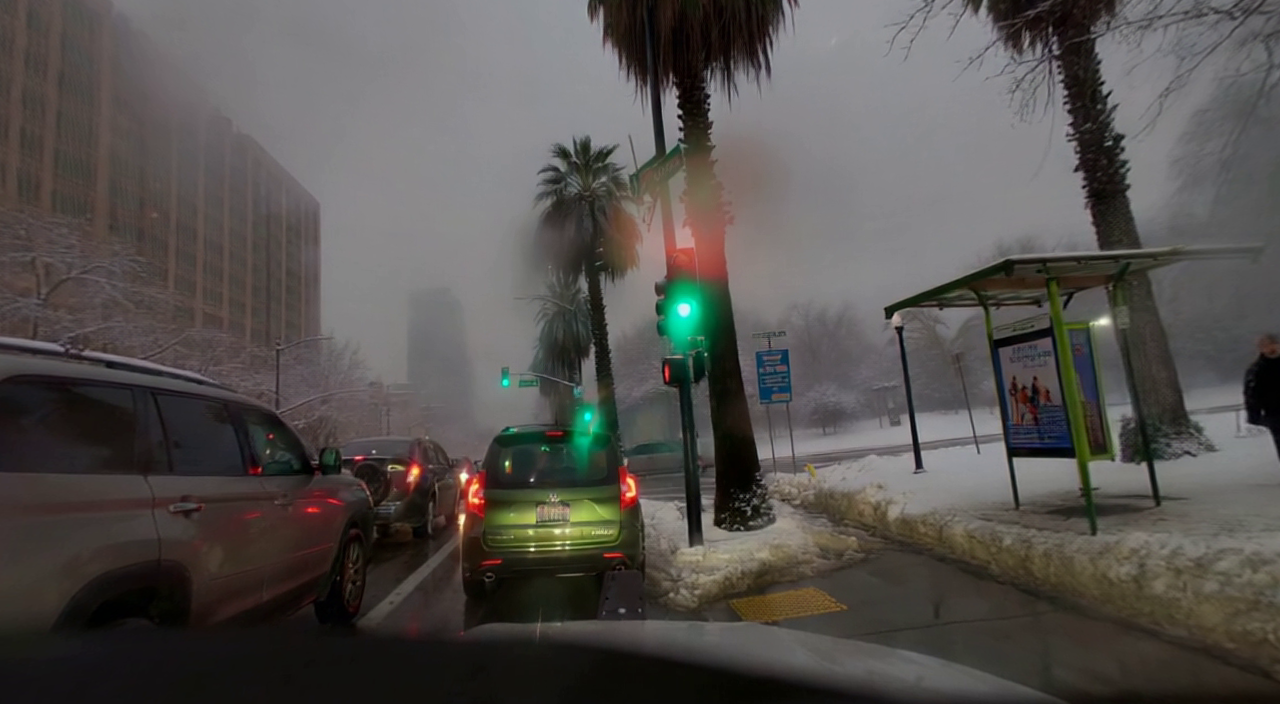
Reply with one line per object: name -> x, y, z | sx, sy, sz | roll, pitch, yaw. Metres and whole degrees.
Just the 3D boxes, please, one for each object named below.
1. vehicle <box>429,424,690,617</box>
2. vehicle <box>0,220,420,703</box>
vehicle -> -1.019, 1.645, 7.222 | 2.065, 1.467, 4.289 | 2, -9, -11
vehicle -> -2.764, 0.911, 3.258 | 2.098, 1.851, 4.571 | 1, -9, -7
